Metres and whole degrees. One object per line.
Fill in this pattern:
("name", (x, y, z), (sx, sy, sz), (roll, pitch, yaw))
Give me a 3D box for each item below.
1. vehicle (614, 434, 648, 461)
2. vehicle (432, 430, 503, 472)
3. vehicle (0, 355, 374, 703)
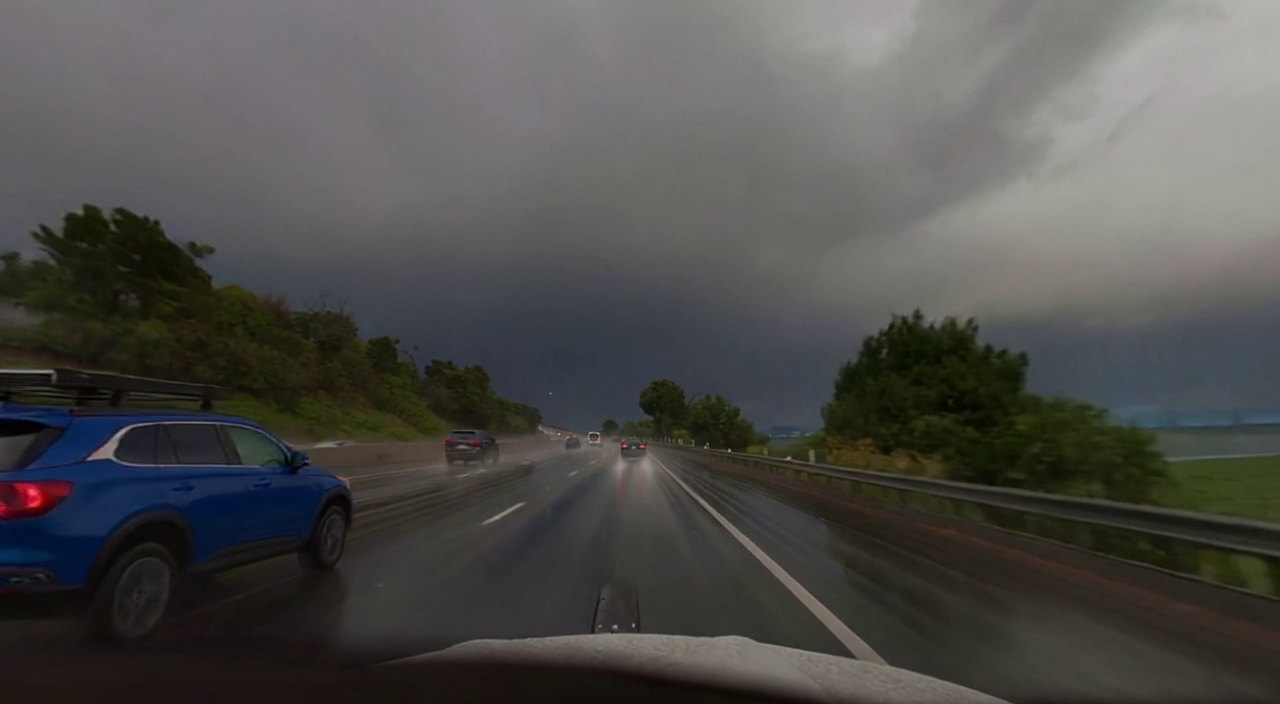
("vehicle", (-0.603, 6.406, 42.514), (2.178, 1.658, 3.916), (0, -8, -1))
("vehicle", (-7.718, 4.461, 28.713), (1.964, 1.745, 4.338), (0, -8, 1))
("vehicle", (-4.242, 1.171, 5.198), (2.069, 1.748, 4.652), (0, -8, 0))
